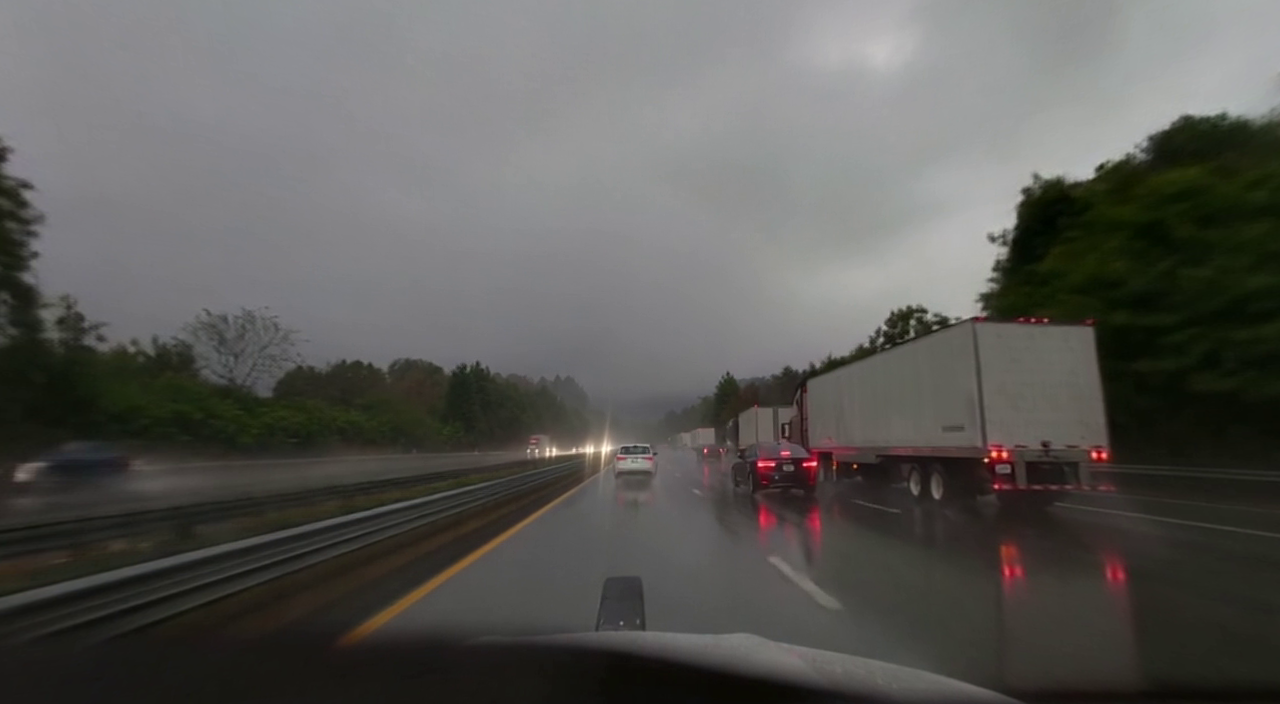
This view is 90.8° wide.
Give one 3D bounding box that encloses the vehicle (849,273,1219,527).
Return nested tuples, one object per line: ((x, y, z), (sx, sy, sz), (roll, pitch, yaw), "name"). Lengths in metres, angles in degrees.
((7.615, 1.366, 14.324), (2.823, 4.063, 8.485), (0, -9, 0), "vehicle")

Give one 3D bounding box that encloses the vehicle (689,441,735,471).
((4.185, 6.086, 37.148), (2.150, 1.632, 4.260), (0, -9, -1), "vehicle")

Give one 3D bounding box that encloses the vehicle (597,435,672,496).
((-0.136, 3.349, 18.842), (2.023, 1.618, 3.628), (0, -9, 0), "vehicle")

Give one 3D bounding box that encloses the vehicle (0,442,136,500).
((-19.564, 3.829, 20.649), (2.139, 1.674, 4.733), (0, -9, 1), "vehicle")

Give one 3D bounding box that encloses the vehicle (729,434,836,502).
((3.686, 3.078, 17.021), (1.920, 1.594, 3.867), (0, -9, -1), "vehicle")
